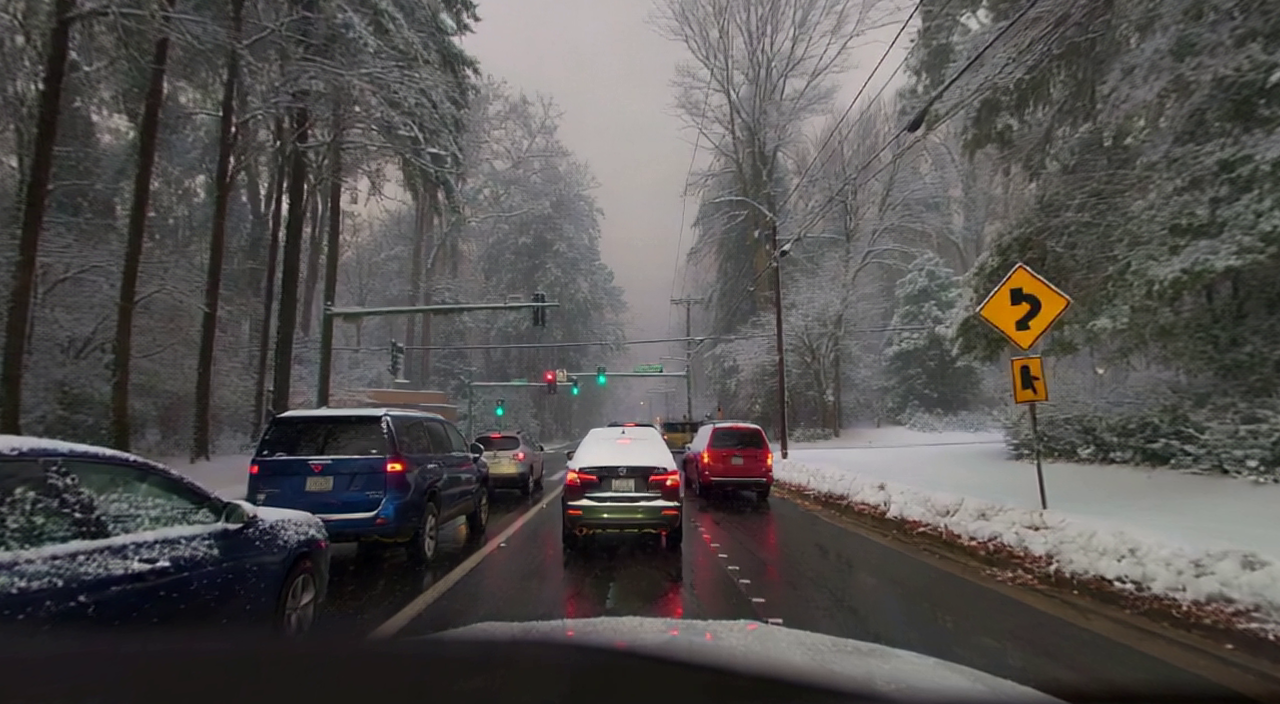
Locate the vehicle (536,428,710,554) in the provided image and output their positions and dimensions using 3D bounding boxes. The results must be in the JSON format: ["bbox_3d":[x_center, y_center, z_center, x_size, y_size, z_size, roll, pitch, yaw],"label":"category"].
[{"bbox_3d":[-0.251,1.916,9.336,2.025,1.453,3.848,0,-8,-2],"label":"vehicle"}]

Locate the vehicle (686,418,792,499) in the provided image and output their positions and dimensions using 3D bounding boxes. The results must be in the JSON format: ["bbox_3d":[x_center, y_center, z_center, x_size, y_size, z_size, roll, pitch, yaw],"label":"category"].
[{"bbox_3d":[2.456,2.805,16.872,2.059,1.864,4.541,0,-8,-1],"label":"vehicle"}]

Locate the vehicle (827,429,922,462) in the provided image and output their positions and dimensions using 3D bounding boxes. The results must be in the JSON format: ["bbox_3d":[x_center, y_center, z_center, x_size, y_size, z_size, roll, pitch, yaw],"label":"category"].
[{"bbox_3d":[11.373,4.556,30.693,3.883,1.534,1.779,0,-8,2],"label":"vehicle"}]

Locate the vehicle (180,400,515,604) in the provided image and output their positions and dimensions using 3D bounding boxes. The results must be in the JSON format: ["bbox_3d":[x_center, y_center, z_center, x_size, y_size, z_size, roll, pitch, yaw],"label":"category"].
[{"bbox_3d":[-2.891,1.575,7.446,1.964,1.712,4.097,0,-8,0],"label":"vehicle"}]

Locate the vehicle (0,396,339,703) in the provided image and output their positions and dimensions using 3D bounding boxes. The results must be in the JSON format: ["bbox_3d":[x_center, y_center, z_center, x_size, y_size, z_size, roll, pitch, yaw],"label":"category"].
[{"bbox_3d":[-2.947,0.840,1.623,1.974,1.484,4.716,0,-8,1],"label":"vehicle"}]
